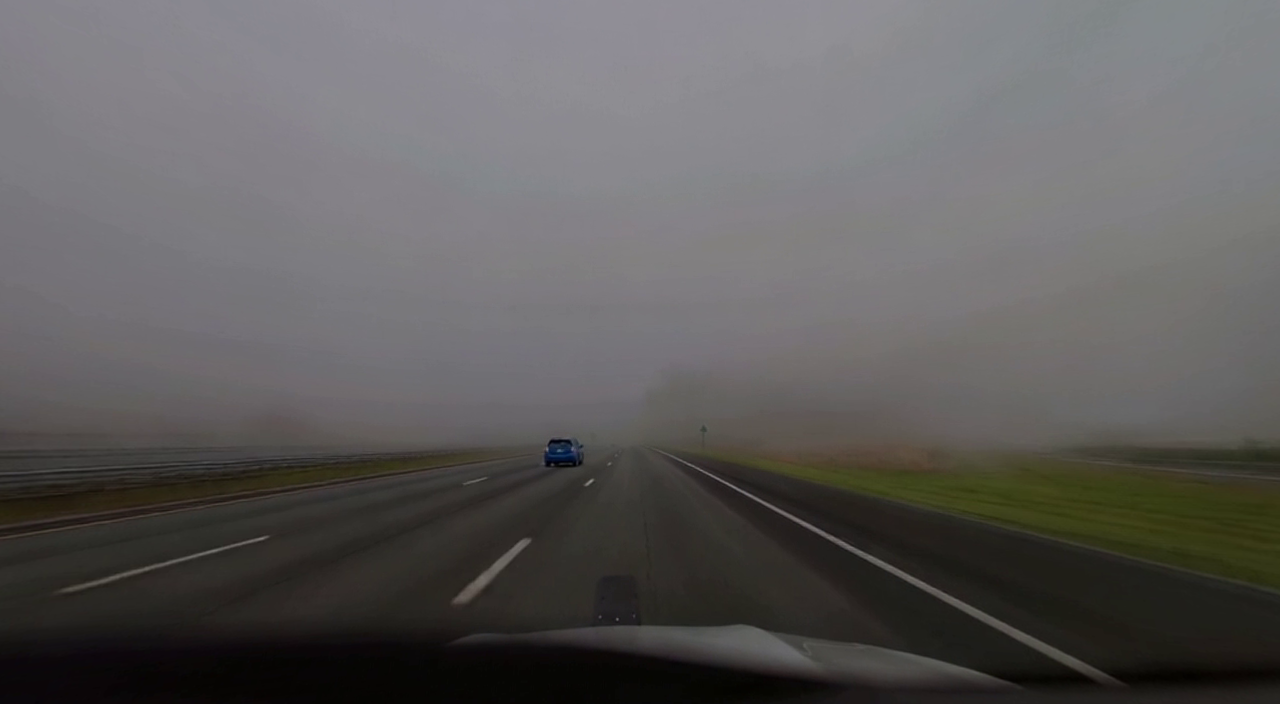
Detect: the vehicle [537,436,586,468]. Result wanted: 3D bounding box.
[{"bbox_3d":[-3.979,5.124,32.539,2.008,1.567,3.959,0,-8,0],"label":"vehicle"}]
